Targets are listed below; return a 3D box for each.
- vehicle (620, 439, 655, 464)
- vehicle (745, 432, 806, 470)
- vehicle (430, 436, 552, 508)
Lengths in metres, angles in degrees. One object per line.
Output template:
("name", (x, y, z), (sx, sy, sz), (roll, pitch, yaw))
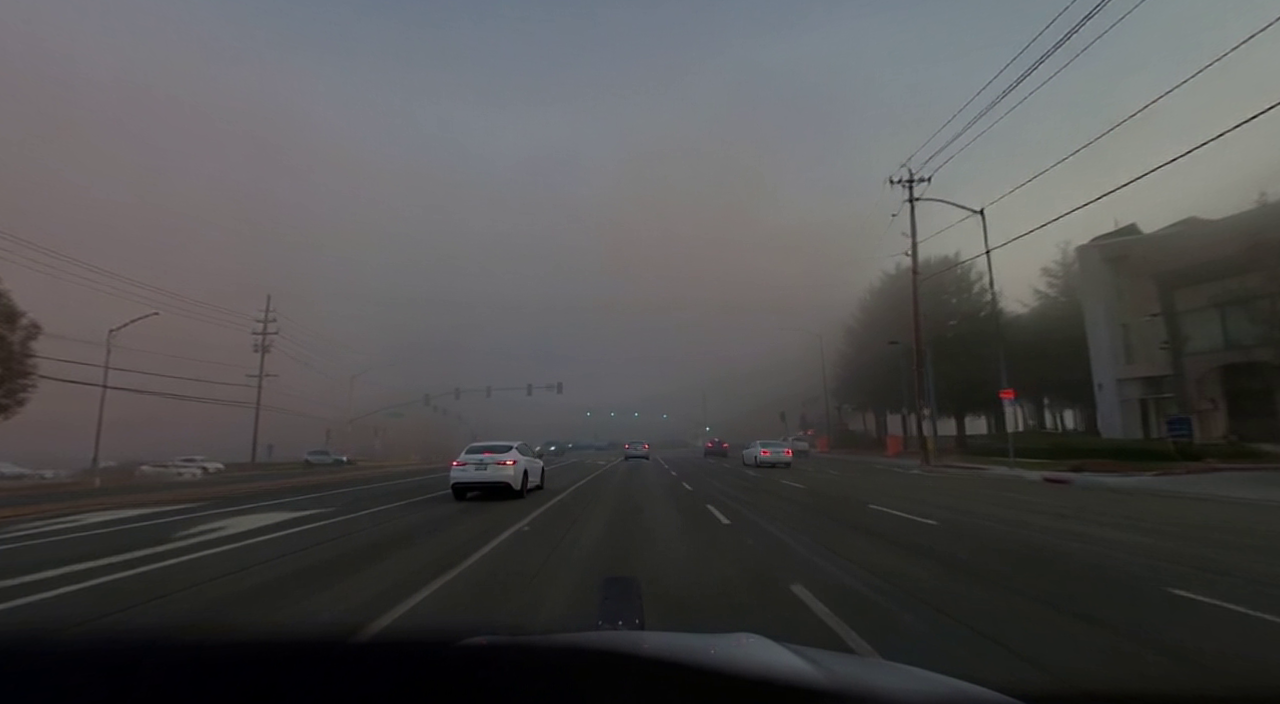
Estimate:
("vehicle", (-0.184, 6.273, 39.907), (2.098, 1.431, 3.958), (0, -8, -1))
("vehicle", (6.546, 4.832, 31.053), (1.945, 1.706, 4.190), (0, -8, -2))
("vehicle", (-3.380, 2.791, 15.235), (1.837, 1.463, 4.311), (0, -8, 1))
